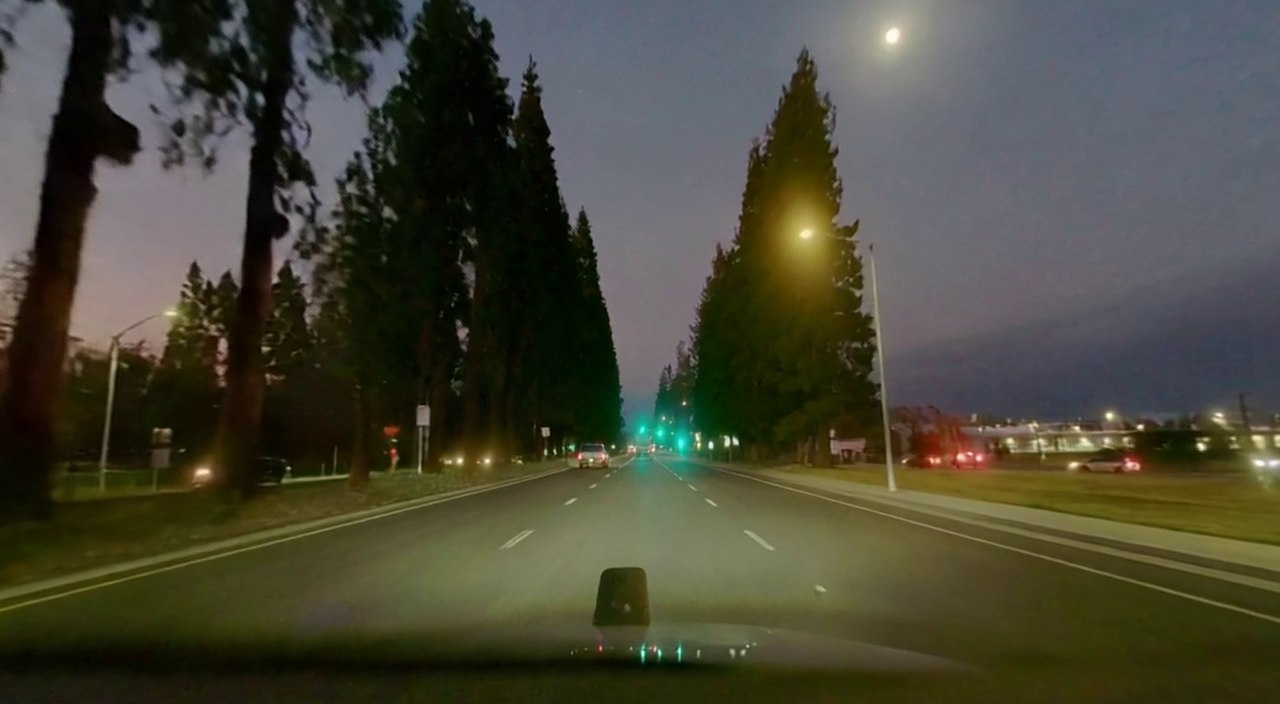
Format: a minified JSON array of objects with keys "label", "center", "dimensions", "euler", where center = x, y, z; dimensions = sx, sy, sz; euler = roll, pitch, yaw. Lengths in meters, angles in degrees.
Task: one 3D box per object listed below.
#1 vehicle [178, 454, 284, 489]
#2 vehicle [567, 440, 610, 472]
[{"label":"vehicle","center":[-19.441,5.683,30.260],"dimensions":[1.874,1.470,4.679],"euler":[0,-9,1]},{"label":"vehicle","center":[-3.230,6.731,40.885],"dimensions":[2.255,1.940,4.822],"euler":[0,-8,2]}]
